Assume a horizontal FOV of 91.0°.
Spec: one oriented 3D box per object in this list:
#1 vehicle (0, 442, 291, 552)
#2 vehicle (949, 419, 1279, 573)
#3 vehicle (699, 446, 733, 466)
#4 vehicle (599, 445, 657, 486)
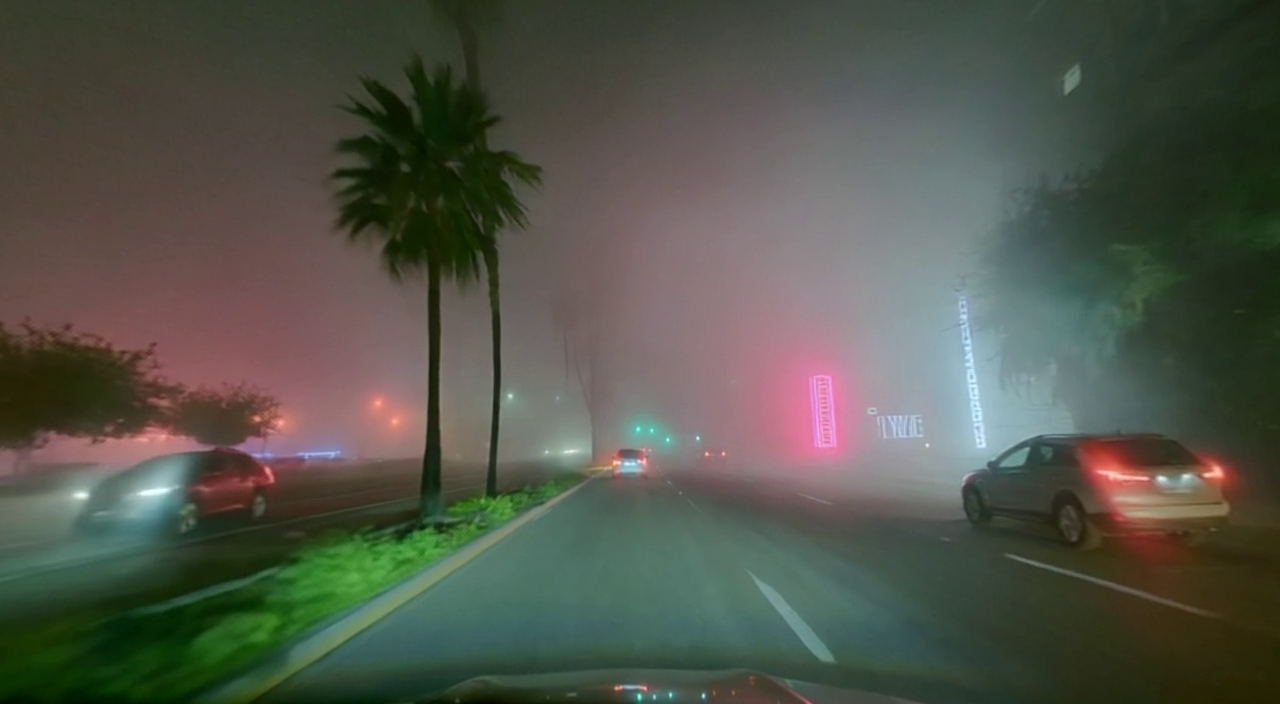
[{"bbox_3d":[-8.499,2.397,11.251,1.930,1.478,4.552,-1,-8,0],"label":"vehicle"},{"bbox_3d":[6.360,1.853,8.845,1.949,1.647,3.894,0,-8,-1],"label":"vehicle"},{"bbox_3d":[5.834,8.003,48.725,1.970,1.461,4.267,0,-8,-1],"label":"vehicle"},{"bbox_3d":[-0.429,4.176,23.505,1.970,1.402,3.756,0,-8,-1],"label":"vehicle"}]
